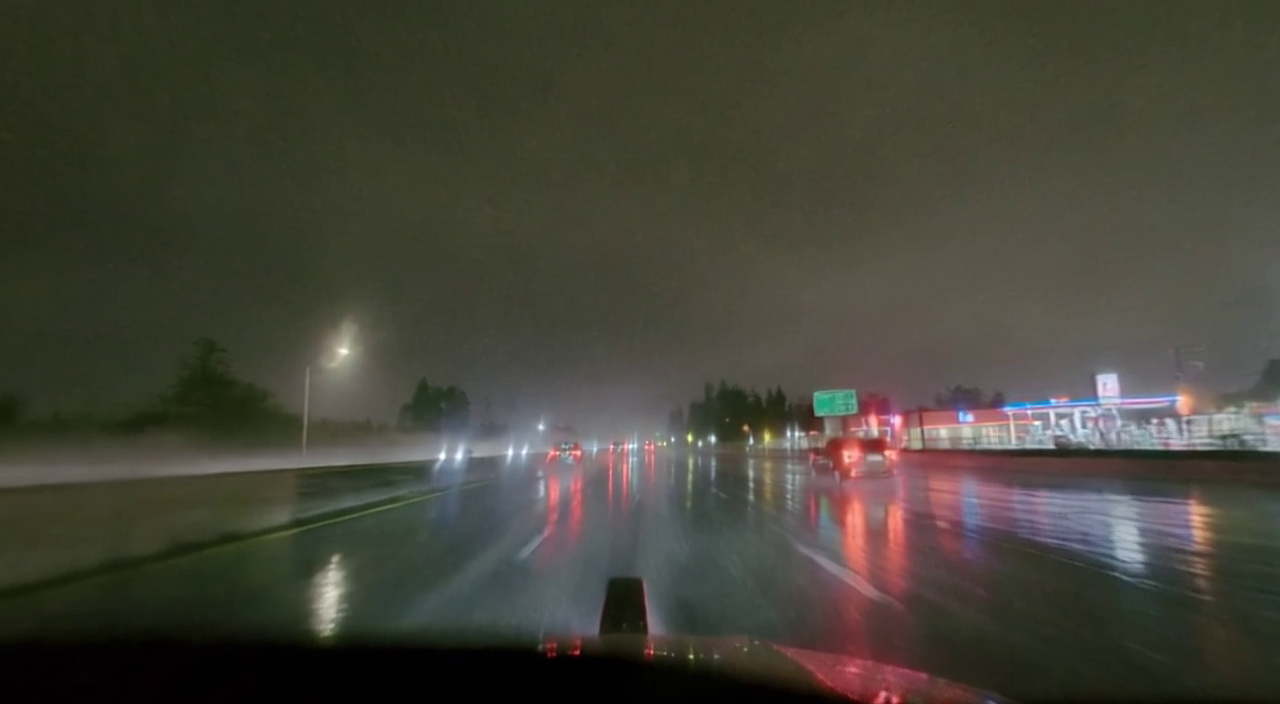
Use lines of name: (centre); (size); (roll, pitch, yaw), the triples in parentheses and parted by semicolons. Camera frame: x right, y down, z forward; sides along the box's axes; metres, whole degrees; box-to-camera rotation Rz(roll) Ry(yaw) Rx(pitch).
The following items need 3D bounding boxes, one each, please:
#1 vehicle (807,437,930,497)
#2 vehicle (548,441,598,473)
vehicle: (6.446, 3.284, 18.469); (1.909, 1.467, 4.940); (-1, -9, 2)
vehicle: (-3.406, 5.442, 32.798); (2.114, 1.510, 4.186); (-1, -9, 1)
